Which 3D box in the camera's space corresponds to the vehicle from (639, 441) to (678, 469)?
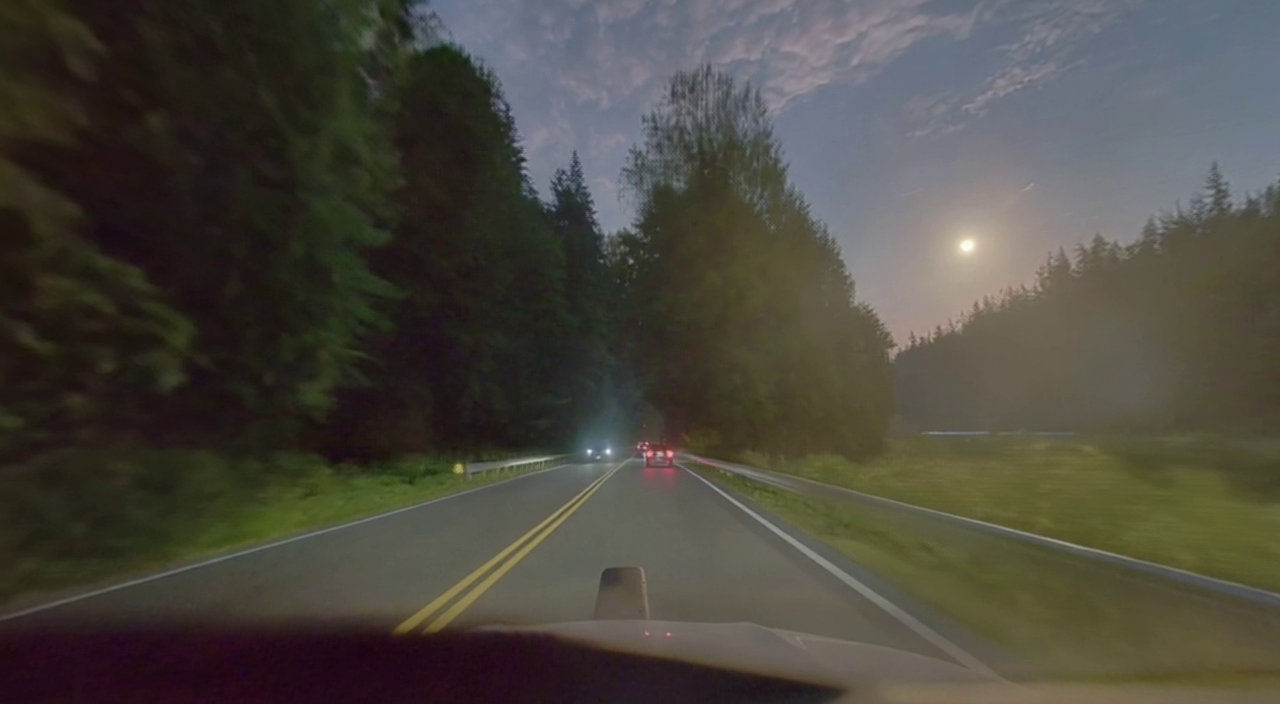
[{"bbox_3d":[0.998,5.938,36.581,2.120,1.491,4.349,0,-8,0],"label":"vehicle"}]
